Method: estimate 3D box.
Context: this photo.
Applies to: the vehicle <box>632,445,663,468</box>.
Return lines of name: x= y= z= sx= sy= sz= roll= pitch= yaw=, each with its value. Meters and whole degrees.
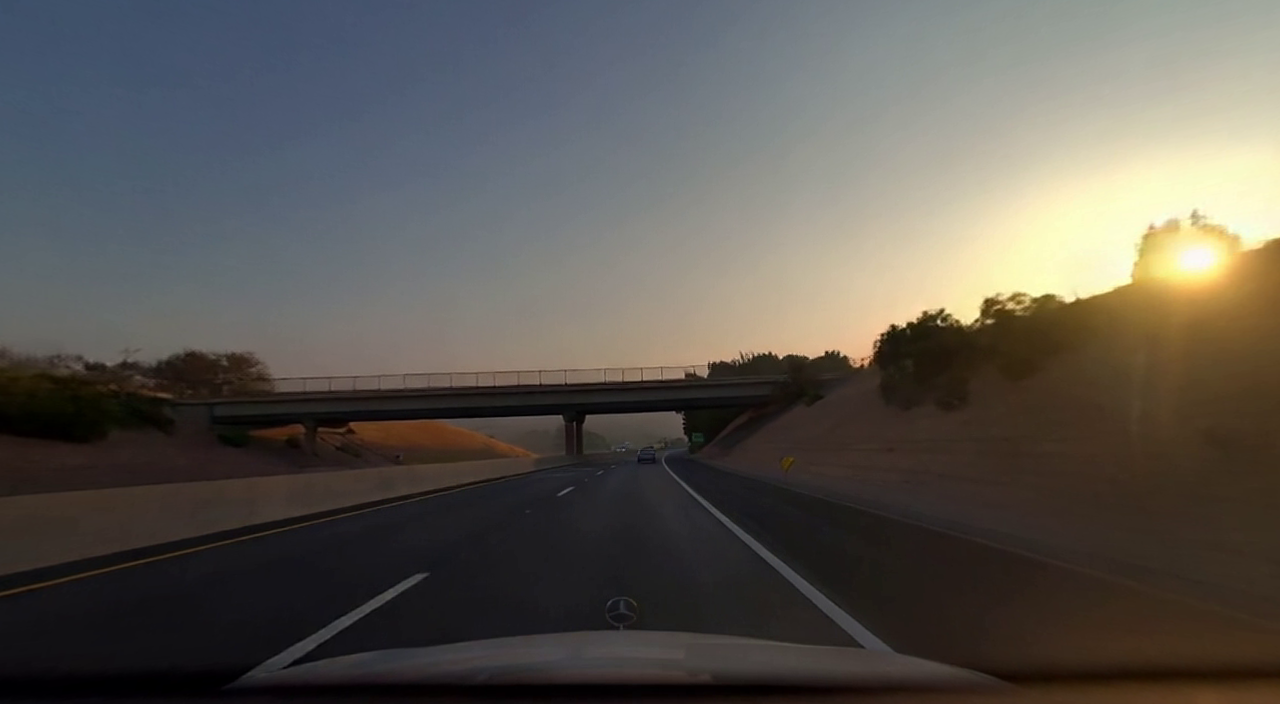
vehicle: x=0.605 y=7.843 z=47.568 sx=2.221 sy=1.603 sz=4.149 roll=0 pitch=-9 yaw=1
